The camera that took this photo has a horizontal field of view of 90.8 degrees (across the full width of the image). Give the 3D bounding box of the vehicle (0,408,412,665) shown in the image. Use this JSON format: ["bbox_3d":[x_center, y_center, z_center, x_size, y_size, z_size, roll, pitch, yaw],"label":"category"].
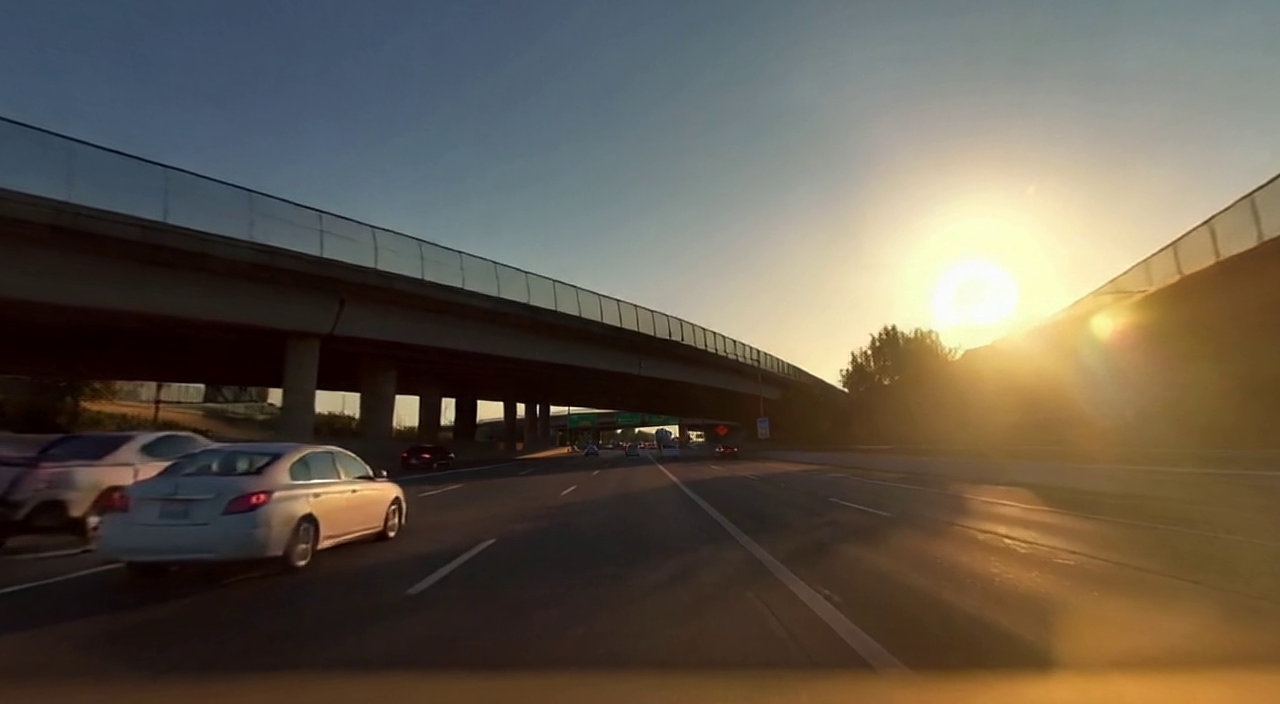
[{"bbox_3d":[-4.052,1.428,6.069,2.051,1.516,4.493,0,-8,0],"label":"vehicle"}]

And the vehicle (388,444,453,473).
[{"bbox_3d":[-11.375,5.513,33.032,1.861,1.373,4.211,0,-8,0],"label":"vehicle"}]
